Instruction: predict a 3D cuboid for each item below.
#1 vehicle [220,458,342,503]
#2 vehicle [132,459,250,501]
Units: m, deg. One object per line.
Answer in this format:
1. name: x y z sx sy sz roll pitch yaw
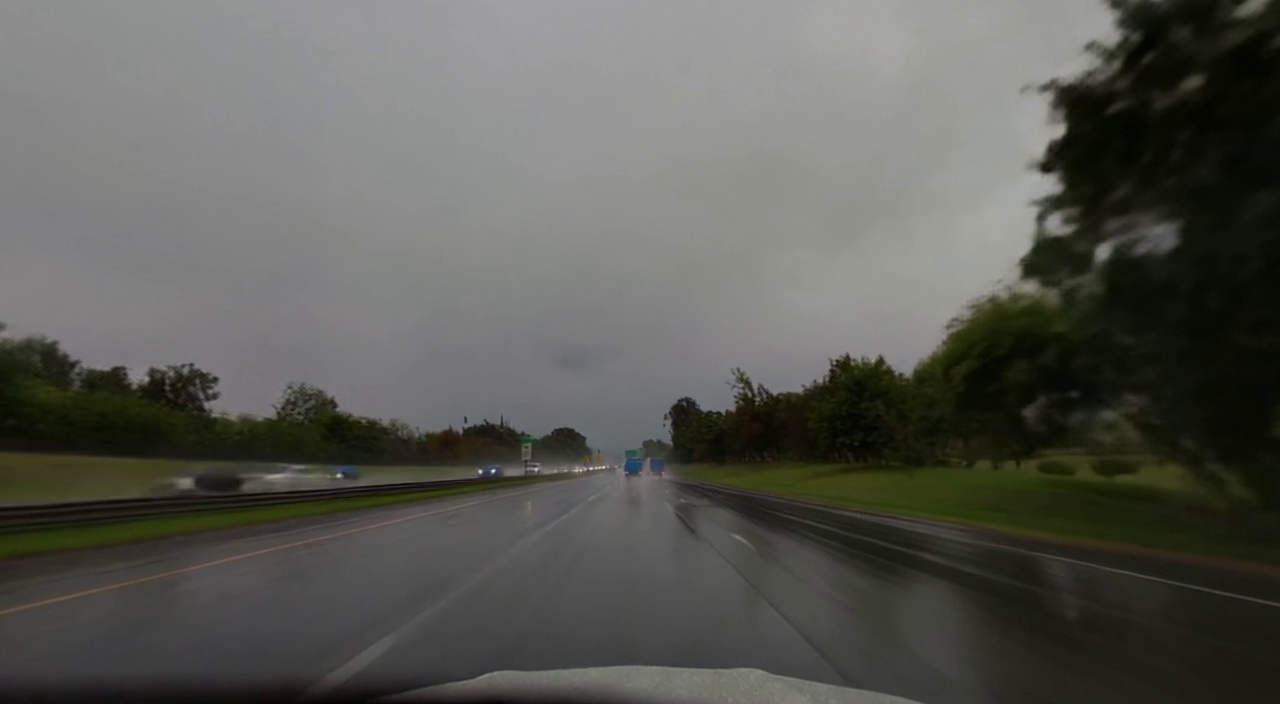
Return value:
1. vehicle: -13.175 4.760 23.529 1.903 1.448 4.489 1 -10 0
2. vehicle: -17.193 4.912 24.370 1.749 1.469 3.779 1 -10 0
